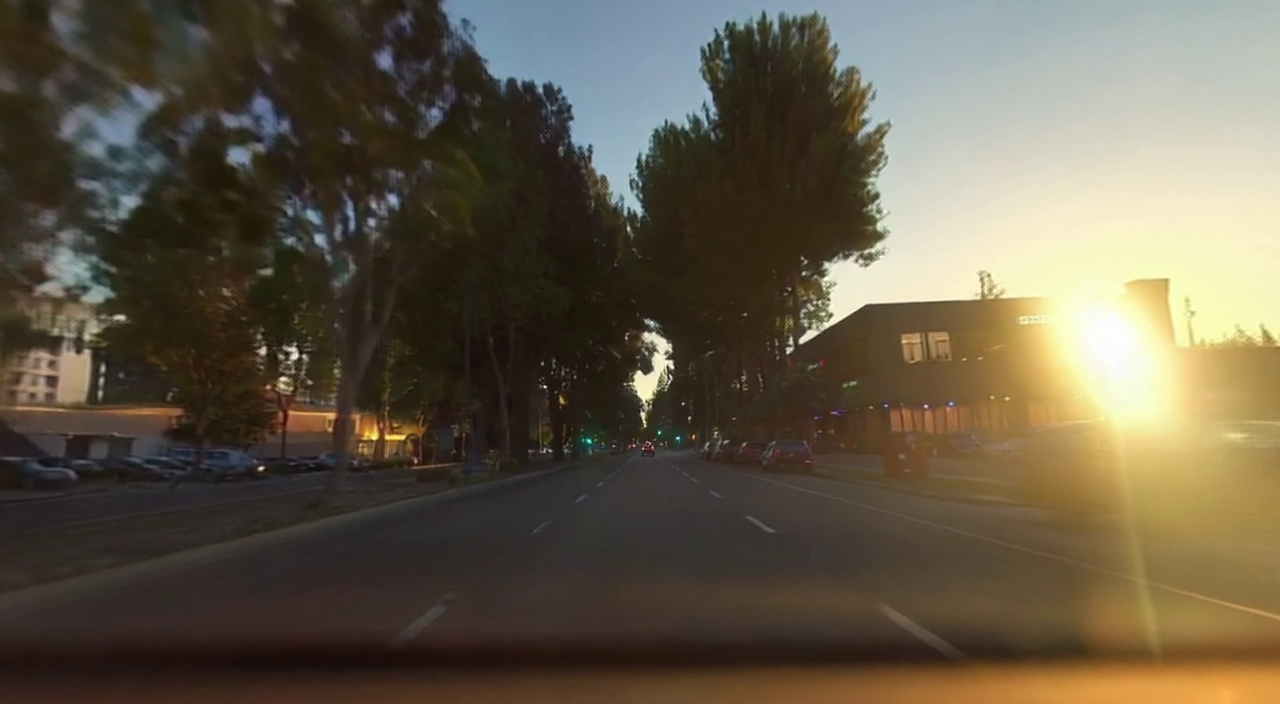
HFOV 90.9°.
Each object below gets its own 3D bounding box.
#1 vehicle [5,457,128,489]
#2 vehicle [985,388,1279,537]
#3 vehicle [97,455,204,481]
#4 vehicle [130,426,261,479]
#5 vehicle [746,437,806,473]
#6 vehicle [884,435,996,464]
[{"bbox_3d":[-33.152,6.987,36.562,4.993,1.742,2.124,0,-9,0],"label":"vehicle"},{"bbox_3d":[8.971,1.778,10.363,5.329,2.114,2.325,-3,-9,18],"label":"vehicle"},{"bbox_3d":[-32.705,7.766,42.209,5.238,1.618,2.263,-1,-9,1],"label":"vehicle"},{"bbox_3d":[-32.839,7.424,46.810,7.106,3.726,3.230,0,-9,1],"label":"vehicle"},{"bbox_3d":[7.142,5.458,33.633,2.084,1.736,4.754,0,-8,-1],"label":"vehicle"},{"bbox_3d":[16.909,5.509,35.705,5.222,1.515,2.044,-1,-9,-1],"label":"vehicle"}]
